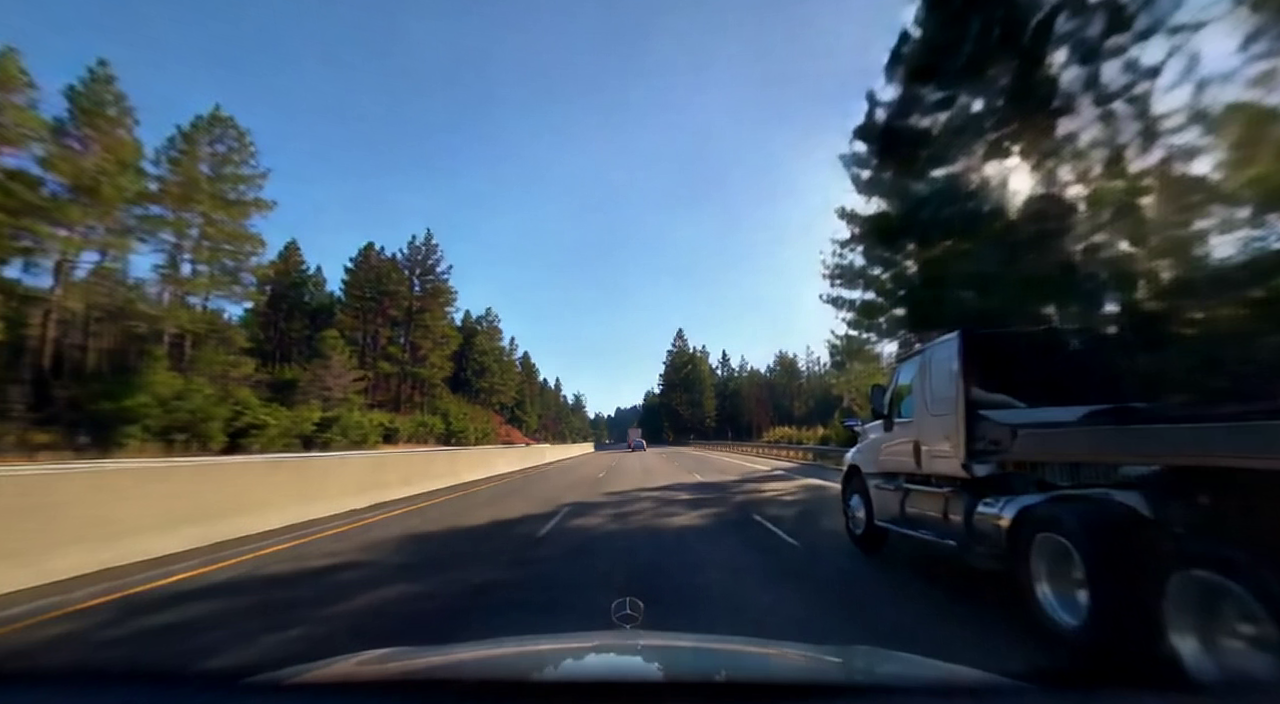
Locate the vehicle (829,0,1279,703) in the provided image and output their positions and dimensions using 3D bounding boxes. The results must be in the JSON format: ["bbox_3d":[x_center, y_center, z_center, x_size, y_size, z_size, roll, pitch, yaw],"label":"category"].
[{"bbox_3d":[4.249,0.282,4.488,3.013,3.462,8.956,0,-8,0],"label":"vehicle"}]
